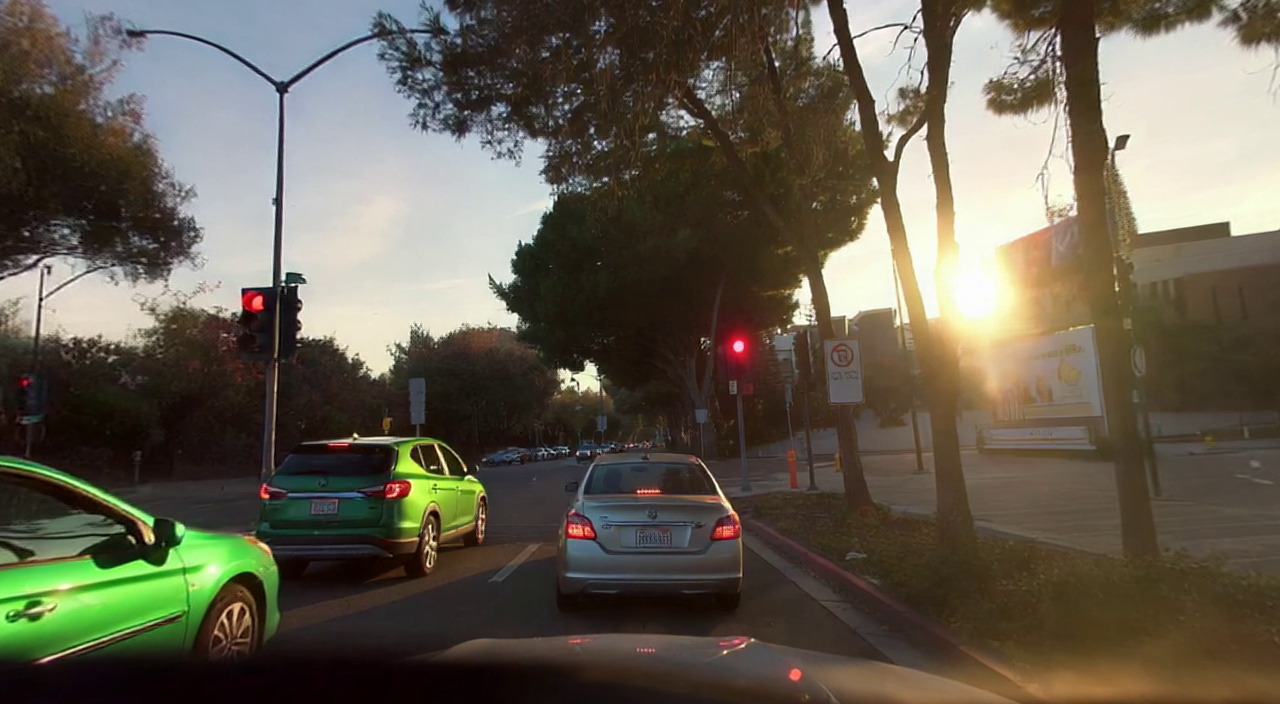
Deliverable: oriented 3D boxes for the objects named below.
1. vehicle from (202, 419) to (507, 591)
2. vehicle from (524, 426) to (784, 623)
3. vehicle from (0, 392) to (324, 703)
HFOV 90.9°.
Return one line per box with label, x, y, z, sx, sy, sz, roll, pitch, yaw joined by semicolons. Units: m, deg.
vehicle;-3.174;1.784;8.136;1.950;1.628;4.082;-1;-9;1
vehicle;0.039;1.584;6.617;1.977;1.467;3.474;0;-9;-2
vehicle;-3.154;0.946;2.422;1.808;1.520;3.846;-1;-9;1
